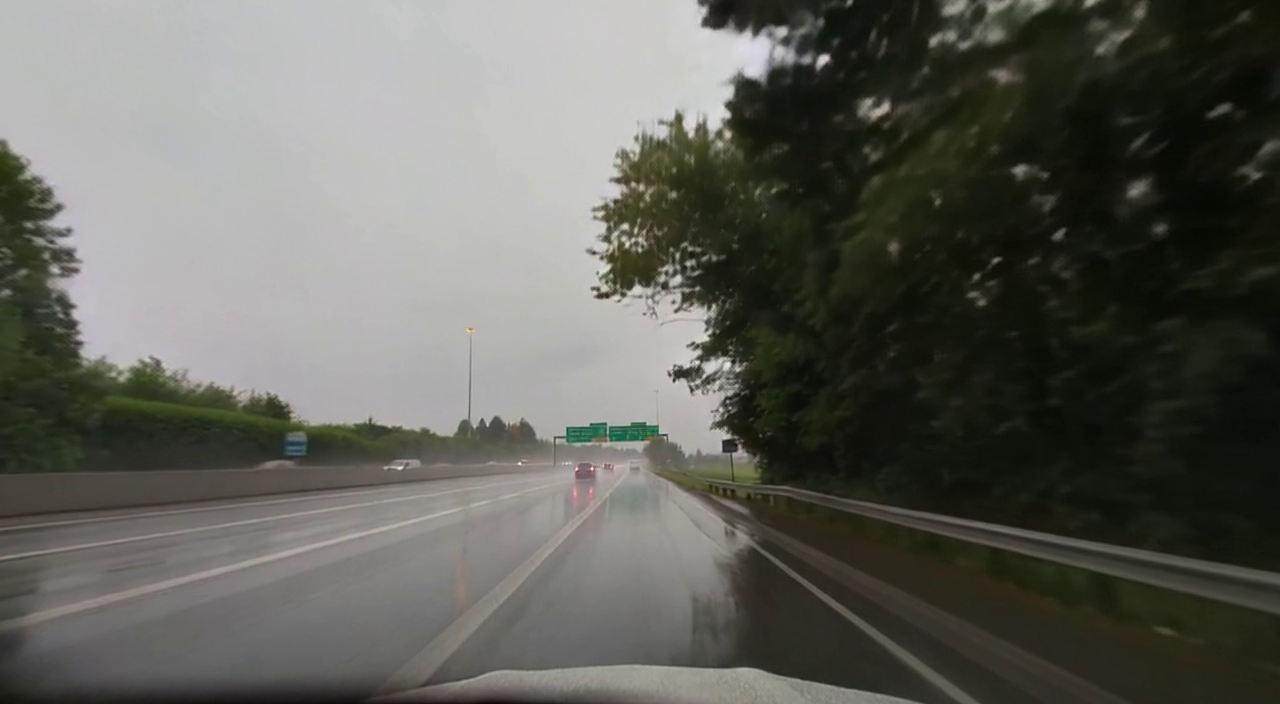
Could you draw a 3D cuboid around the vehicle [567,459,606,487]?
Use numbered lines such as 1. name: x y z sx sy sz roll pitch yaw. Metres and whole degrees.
1. vehicle: -3.300 7.581 39.510 2.092 1.642 3.895 1 -10 0
